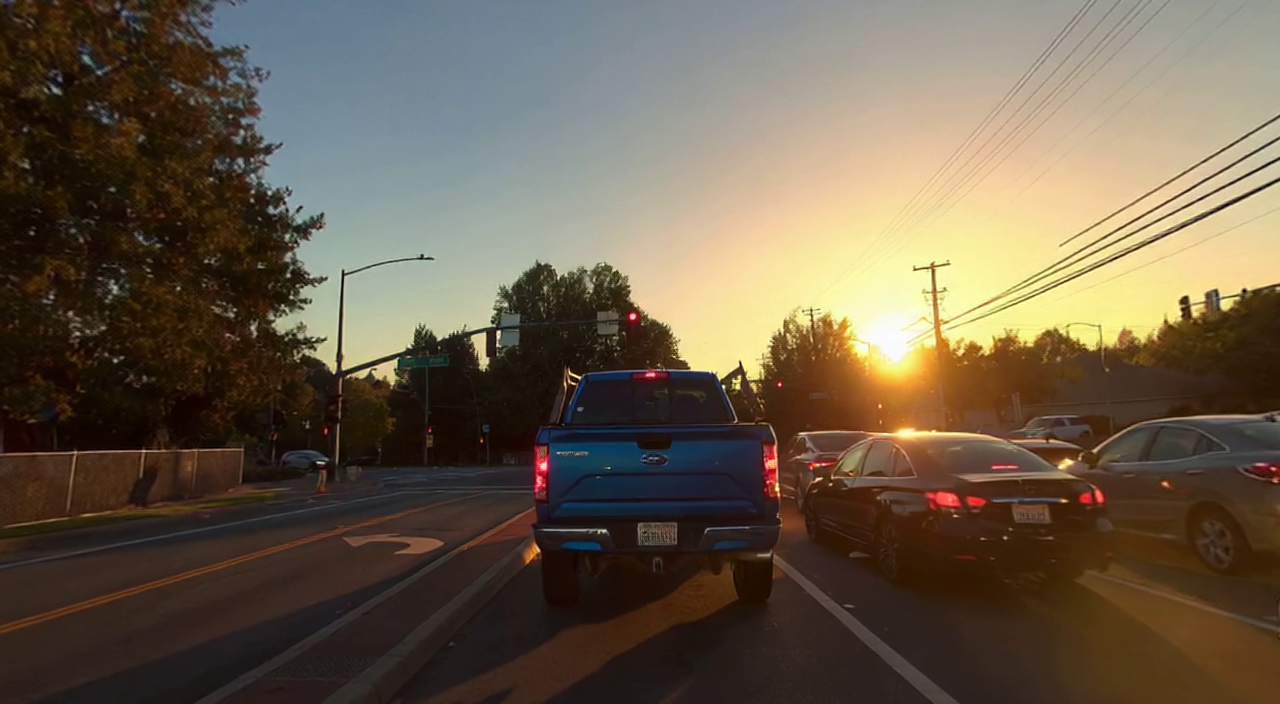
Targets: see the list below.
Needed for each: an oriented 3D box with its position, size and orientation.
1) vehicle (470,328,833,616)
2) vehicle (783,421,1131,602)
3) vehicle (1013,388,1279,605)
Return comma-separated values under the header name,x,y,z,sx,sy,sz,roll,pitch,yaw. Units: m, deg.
name,x,y,z,sx,sy,sz,roll,pitch,yaw
vehicle,0.116,1.383,8.132,2.831,2.284,6.149,0,-8,1
vehicle,3.117,1.641,7.371,1.993,1.495,4.060,0,-8,1
vehicle,6.156,1.369,6.461,1.982,1.727,4.352,0,-8,1
